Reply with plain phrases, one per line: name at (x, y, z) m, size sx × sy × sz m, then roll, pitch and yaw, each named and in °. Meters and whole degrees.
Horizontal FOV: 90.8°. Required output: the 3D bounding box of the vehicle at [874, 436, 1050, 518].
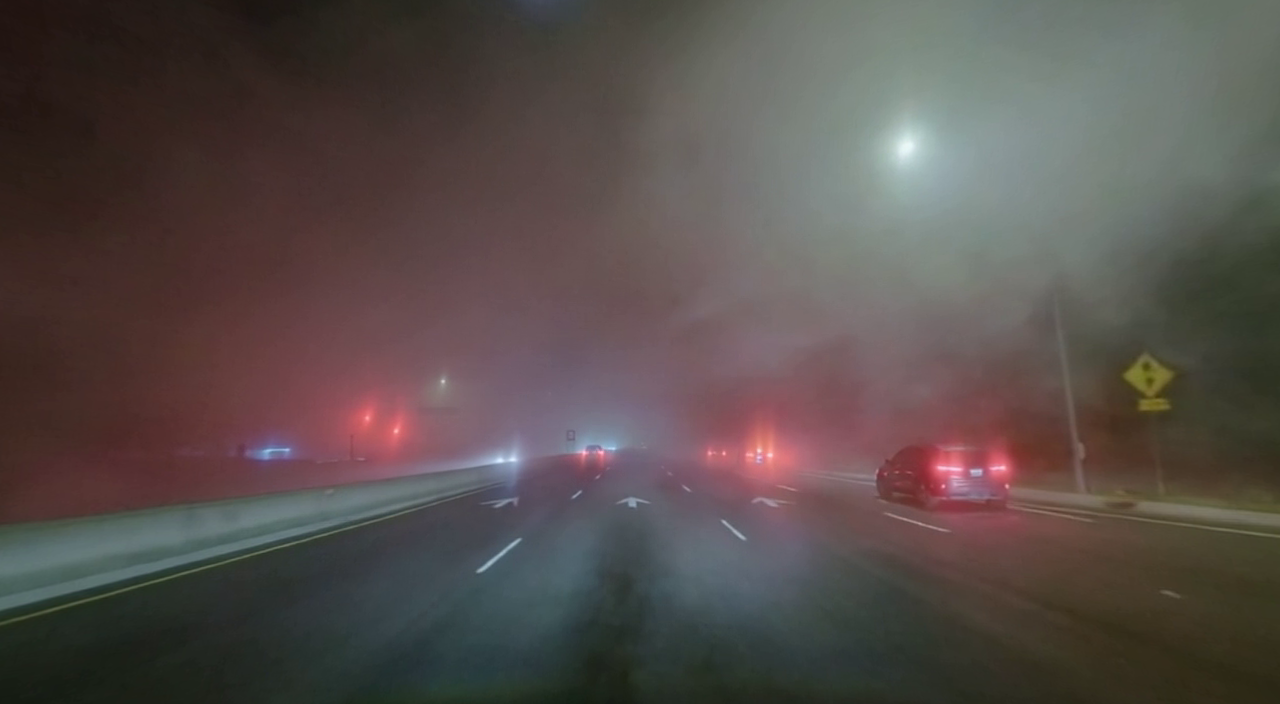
vehicle at (6.766, 2.627, 13.795) m, size 1.838 × 1.518 × 3.713 m, roll 0°, pitch -8°, yaw 0°

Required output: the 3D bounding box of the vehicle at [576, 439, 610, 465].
vehicle at (-3.489, 7.570, 47.907) m, size 2.230 × 1.827 × 4.406 m, roll 0°, pitch -8°, yaw 0°

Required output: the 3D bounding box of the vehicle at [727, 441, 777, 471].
vehicle at (6.376, 5.979, 36.543) m, size 1.987 × 1.597 × 4.463 m, roll 0°, pitch -8°, yaw -1°
